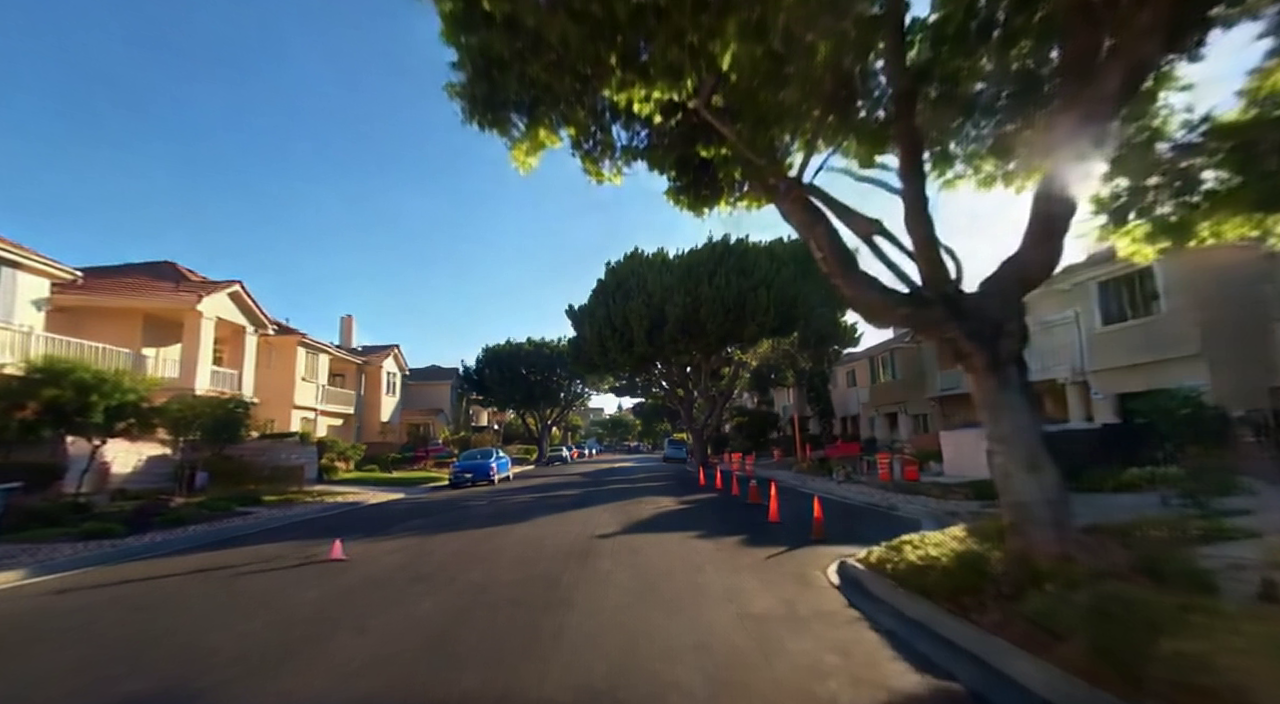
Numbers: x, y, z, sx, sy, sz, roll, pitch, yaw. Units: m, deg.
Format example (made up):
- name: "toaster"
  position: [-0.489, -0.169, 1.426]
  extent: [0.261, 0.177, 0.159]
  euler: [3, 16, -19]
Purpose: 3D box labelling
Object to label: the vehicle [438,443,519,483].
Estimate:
- name: "vehicle"
  position: [-6.624, 4.604, 26.456]
  extent: [2.137, 1.481, 4.503]
  euler: [0, -9, 1]
